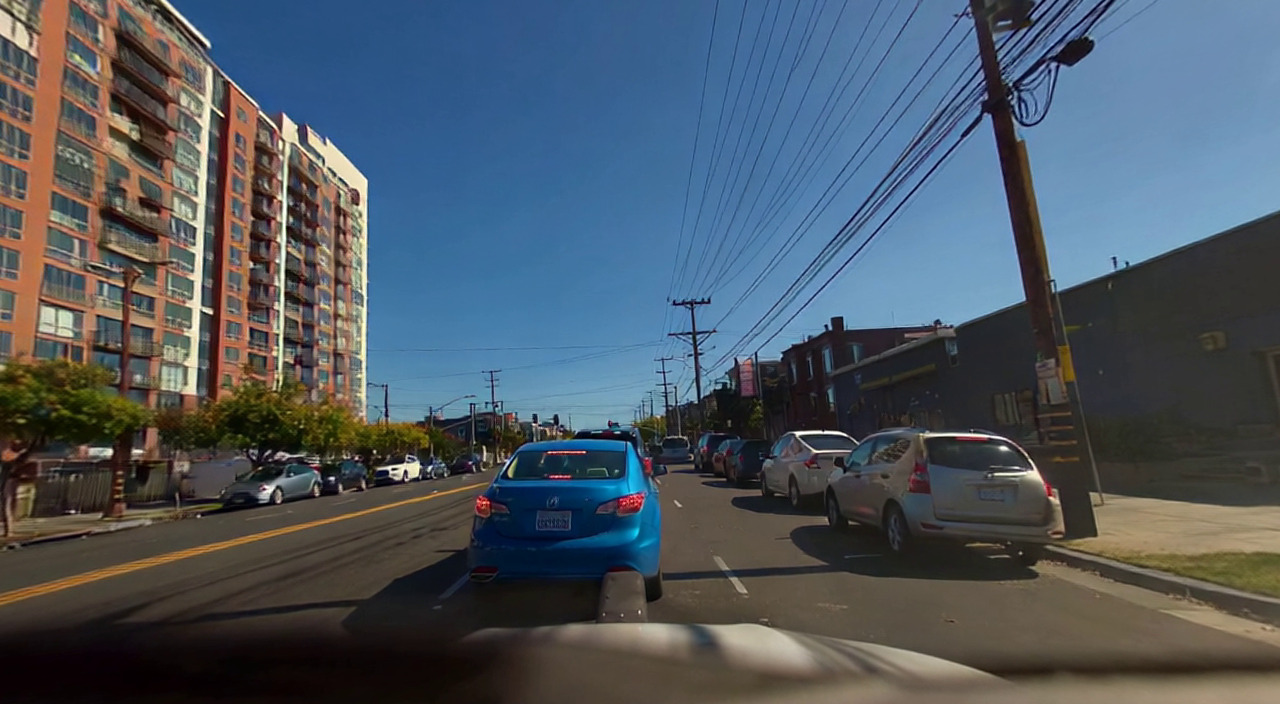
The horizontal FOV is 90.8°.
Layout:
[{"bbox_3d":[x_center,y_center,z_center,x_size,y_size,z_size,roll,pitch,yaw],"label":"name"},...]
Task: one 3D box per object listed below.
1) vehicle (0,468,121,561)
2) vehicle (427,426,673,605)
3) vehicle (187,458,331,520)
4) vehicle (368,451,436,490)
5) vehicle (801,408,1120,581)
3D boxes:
[{"bbox_3d":[-11.926,2.903,11.009,1.850,1.487,4.711,-3,-8,-1],"label":"vehicle"},{"bbox_3d":[-0.722,1.693,7.561,2.019,1.453,4.603,0,-8,1],"label":"vehicle"},{"bbox_3d":[-11.844,4.238,20.045,1.868,1.491,4.367,-4,-9,0],"label":"vehicle"},{"bbox_3d":[-11.920,5.918,31.928,2.011,1.687,4.079,-3,-8,-2],"label":"vehicle"},{"bbox_3d":[3.797,1.756,8.616,1.967,1.721,4.410,0,-8,-1],"label":"vehicle"}]
